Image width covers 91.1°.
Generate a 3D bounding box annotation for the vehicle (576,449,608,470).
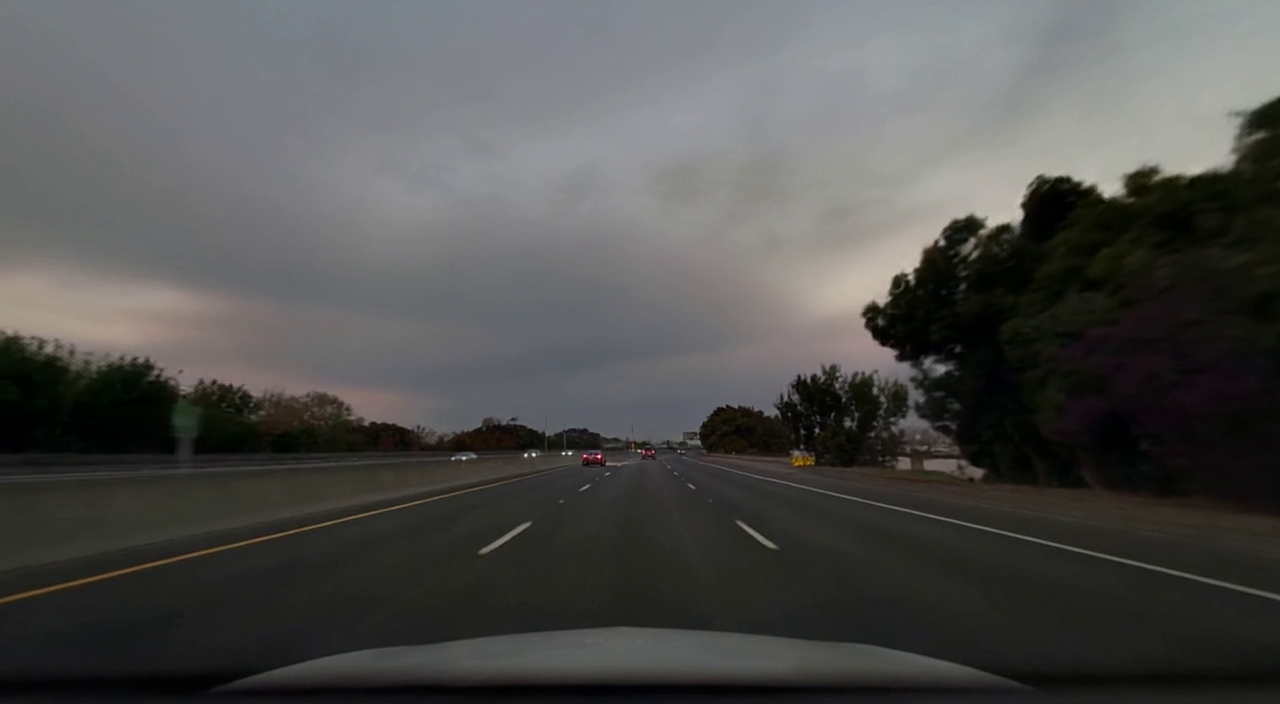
[{"bbox_3d":[-3.555,8.068,47.401,2.001,1.521,3.900,-1,-9,1],"label":"vehicle"}]
